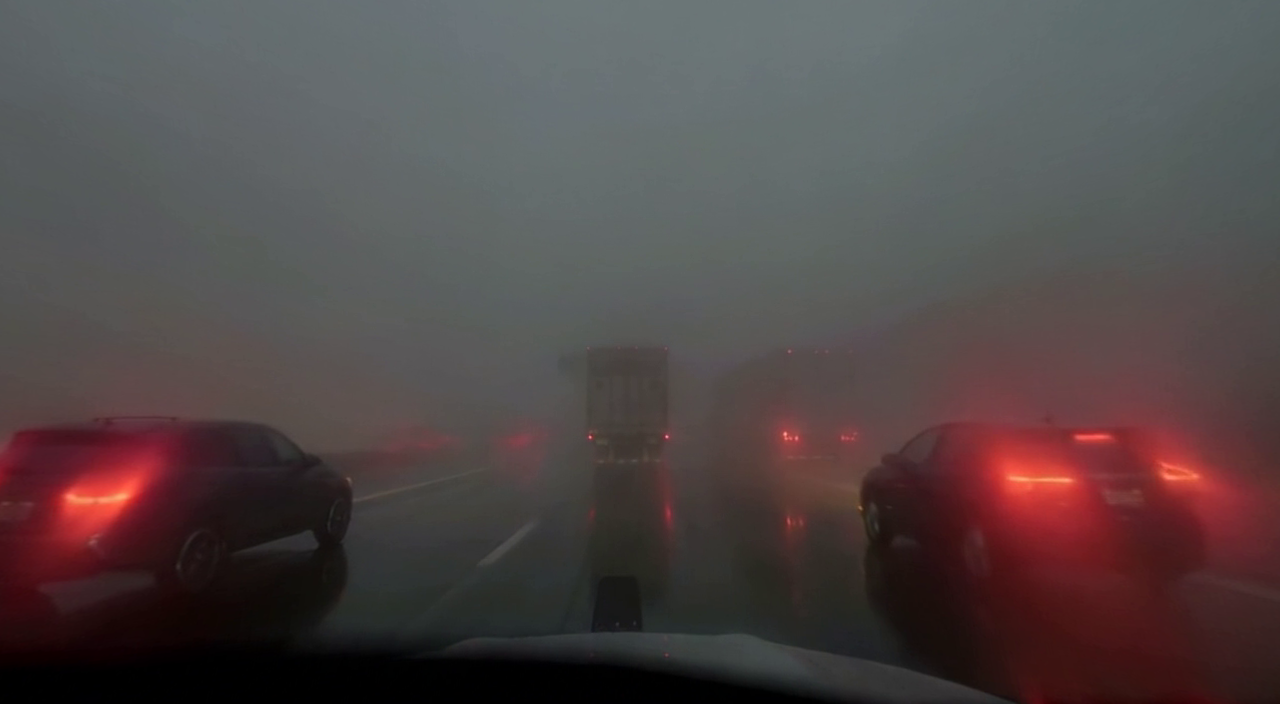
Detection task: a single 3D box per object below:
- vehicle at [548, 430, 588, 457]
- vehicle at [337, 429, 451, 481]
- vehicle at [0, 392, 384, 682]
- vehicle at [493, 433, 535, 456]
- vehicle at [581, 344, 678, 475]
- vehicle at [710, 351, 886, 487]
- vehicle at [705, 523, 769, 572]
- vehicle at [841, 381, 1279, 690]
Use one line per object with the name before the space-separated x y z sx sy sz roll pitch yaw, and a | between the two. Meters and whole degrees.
vehicle | -4.523 5.796 40.026 1.986 1.612 4.155 0 -8 1
vehicle | -7.804 3.296 20.462 1.909 1.479 4.425 0 -8 0
vehicle | -3.867 1.215 5.226 1.882 1.493 3.828 0 -8 0
vehicle | -8.569 6.352 43.261 2.019 1.471 4.347 0 -8 0
vehicle | -0.454 2.414 24.411 2.938 4.033 9.980 0 -8 -1
vehicle | 5.353 2.908 25.284 2.863 3.936 14.058 0 -8 -3
vehicle | 5.007 10.158 32.823 2.835 2.000 2.696 0 -7 -2
vehicle | 3.356 1.174 5.206 1.976 1.513 4.065 0 -8 -1
